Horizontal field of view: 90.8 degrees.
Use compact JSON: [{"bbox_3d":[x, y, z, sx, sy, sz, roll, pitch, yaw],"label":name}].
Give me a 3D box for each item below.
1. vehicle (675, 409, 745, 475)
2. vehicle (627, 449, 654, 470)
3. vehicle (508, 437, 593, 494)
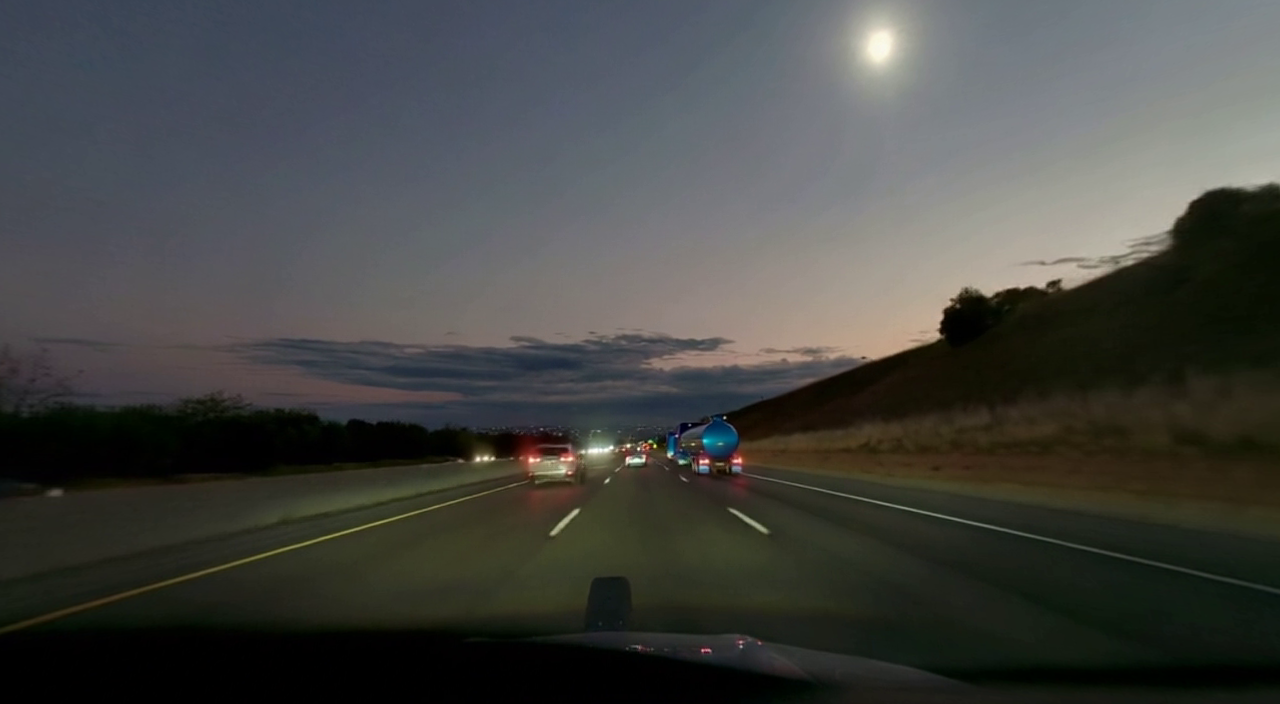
[{"bbox_3d":[4.251,5.995,41.689,2.889,3.606,13.832,0,-9,-1],"label":"vehicle"},{"bbox_3d":[0.035,8.216,48.456,2.013,1.498,3.908,0,-9,0],"label":"vehicle"},{"bbox_3d":[-3.034,3.992,22.534,2.258,1.805,4.665,-1,-9,1],"label":"vehicle"}]
